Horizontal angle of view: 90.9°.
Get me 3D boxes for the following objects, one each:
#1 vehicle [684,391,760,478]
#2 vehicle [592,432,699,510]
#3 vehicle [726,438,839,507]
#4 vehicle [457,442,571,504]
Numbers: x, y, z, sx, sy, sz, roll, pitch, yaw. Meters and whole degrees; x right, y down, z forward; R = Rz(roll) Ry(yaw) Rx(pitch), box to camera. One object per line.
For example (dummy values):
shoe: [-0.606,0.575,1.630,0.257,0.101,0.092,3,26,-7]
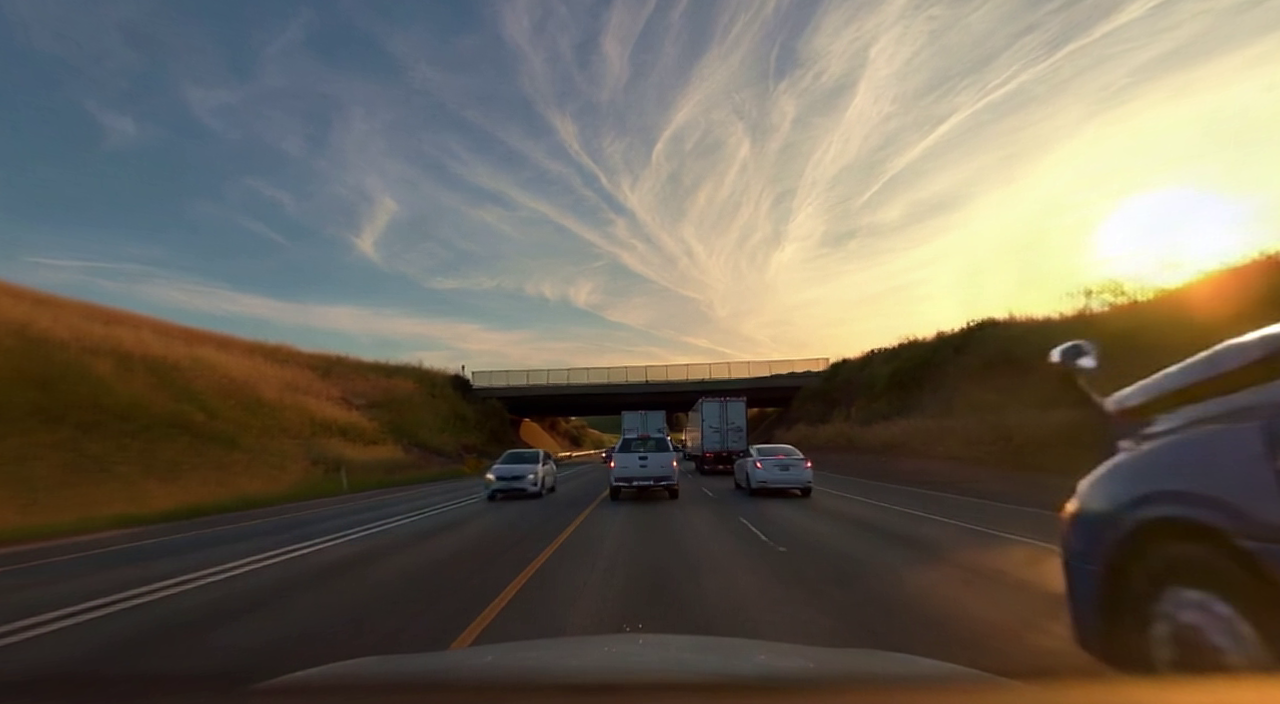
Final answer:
vehicle: [4.015,4.296,32.310,2.948,3.974,6.480,-1,-9,0]
vehicle: [0.168,2.853,15.504,2.256,1.615,4.114,-1,-9,2]
vehicle: [3.449,2.999,16.071,1.972,1.505,3.946,-1,-9,0]
vehicle: [-3.318,3.302,17.586,2.091,1.489,4.397,-1,-9,3]
